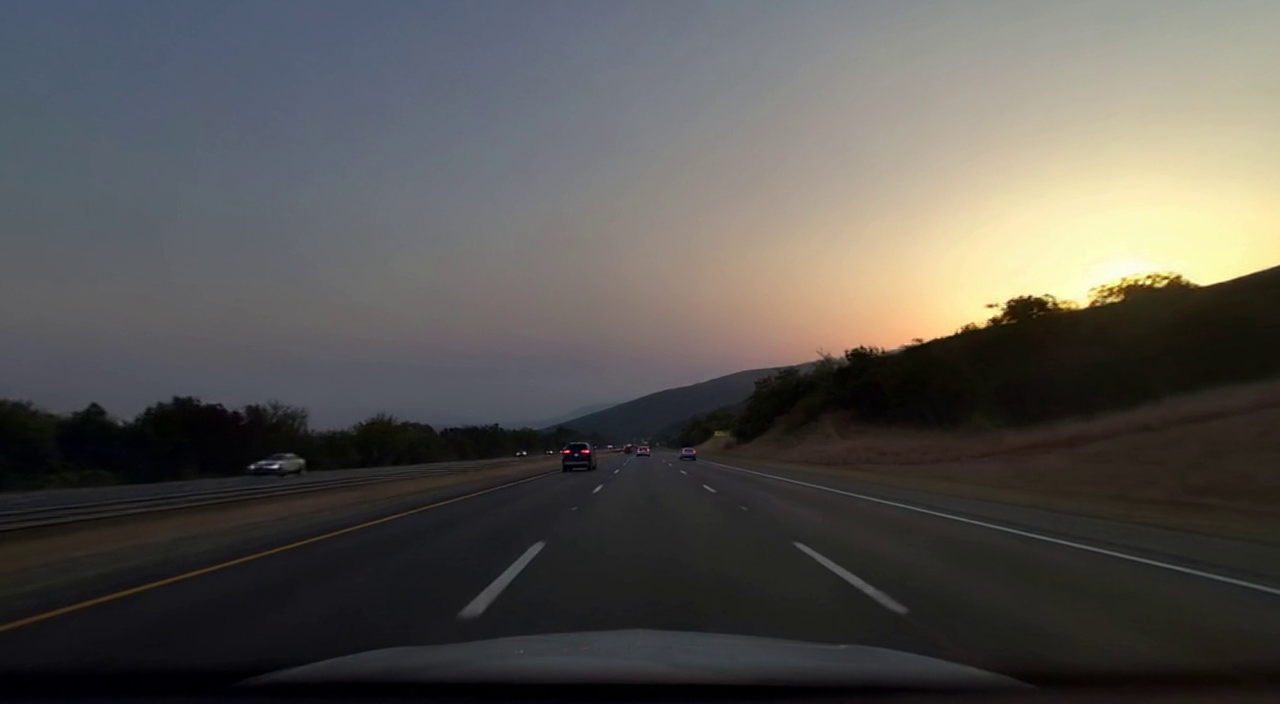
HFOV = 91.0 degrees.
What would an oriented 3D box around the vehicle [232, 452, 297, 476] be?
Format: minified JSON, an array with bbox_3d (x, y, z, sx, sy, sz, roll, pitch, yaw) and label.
[{"bbox_3d":[-28.641,8.515,48.246,1.964,1.711,4.796,0,-9,1],"label":"vehicle"}]

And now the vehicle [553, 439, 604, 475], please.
[{"bbox_3d":[-3.090,5.413,32.537,2.070,1.707,4.309,0,-9,1],"label":"vehicle"}]
